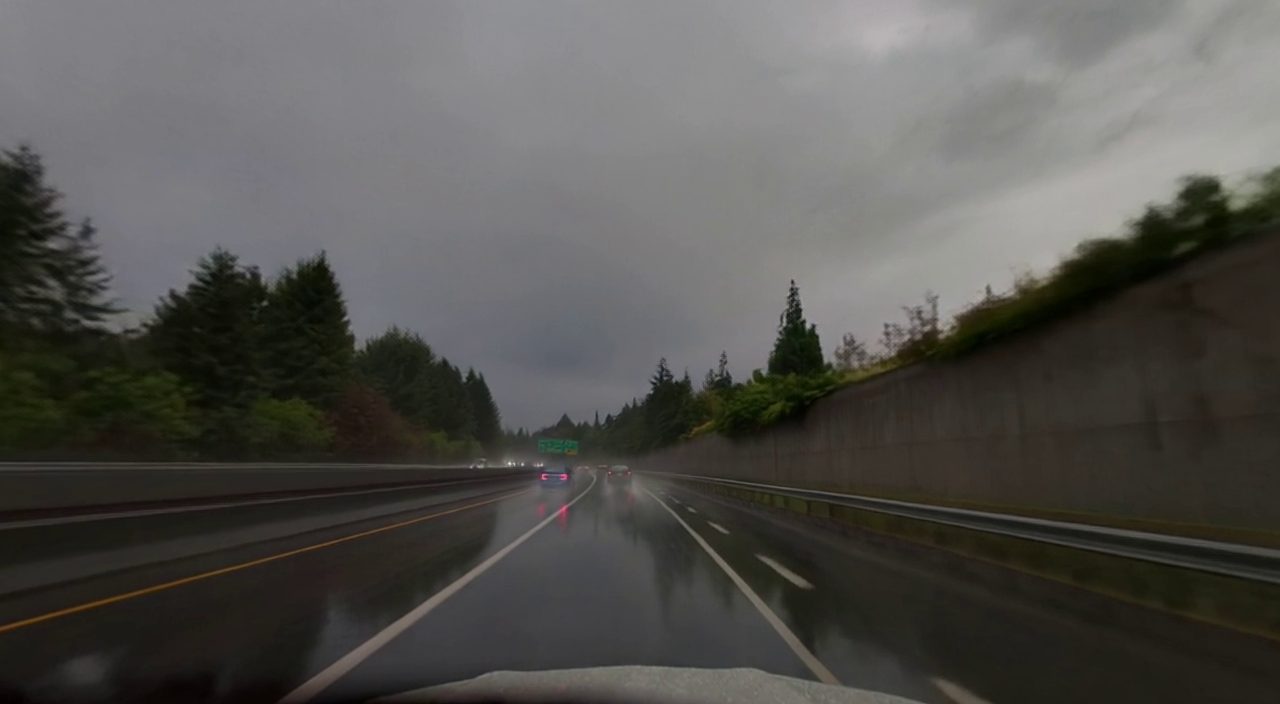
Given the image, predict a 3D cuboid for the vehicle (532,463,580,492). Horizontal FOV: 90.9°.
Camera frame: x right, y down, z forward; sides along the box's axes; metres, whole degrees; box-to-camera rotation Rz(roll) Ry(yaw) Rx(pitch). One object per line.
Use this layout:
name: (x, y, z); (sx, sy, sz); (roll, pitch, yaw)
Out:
vehicle: (-4.797, 7.296, 36.659); (2.310, 1.521, 4.731); (1, -11, -3)
